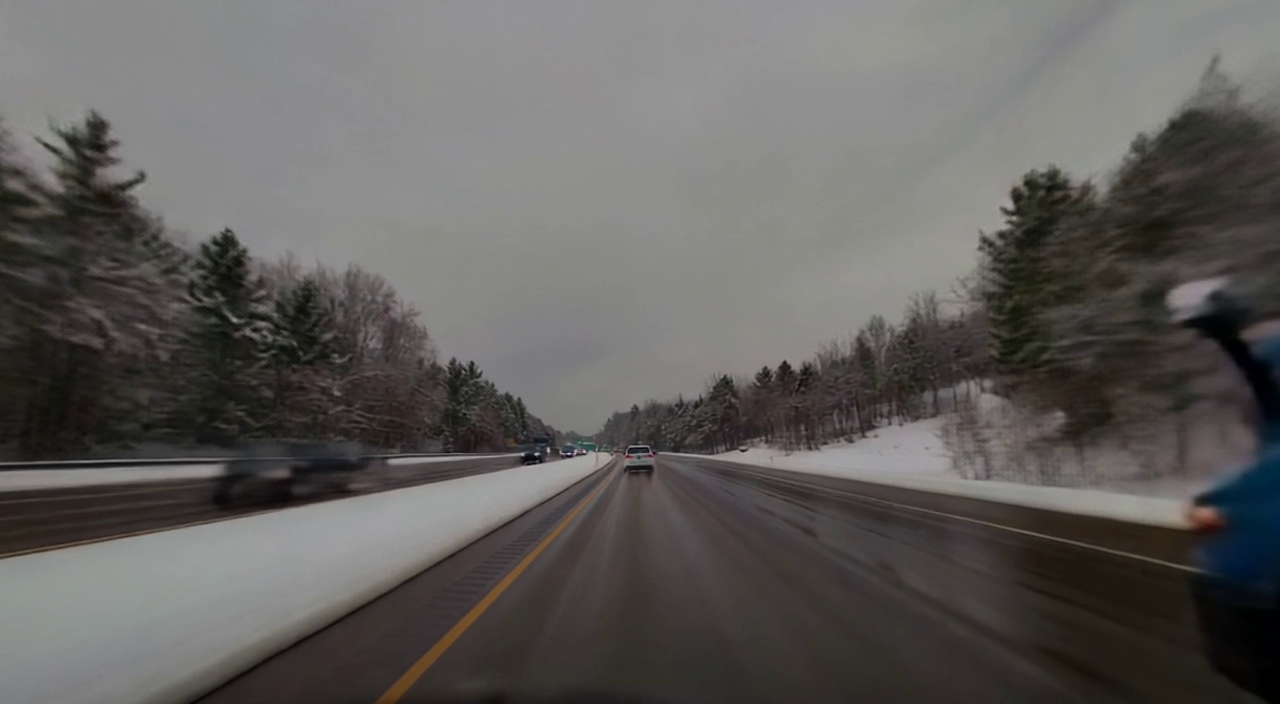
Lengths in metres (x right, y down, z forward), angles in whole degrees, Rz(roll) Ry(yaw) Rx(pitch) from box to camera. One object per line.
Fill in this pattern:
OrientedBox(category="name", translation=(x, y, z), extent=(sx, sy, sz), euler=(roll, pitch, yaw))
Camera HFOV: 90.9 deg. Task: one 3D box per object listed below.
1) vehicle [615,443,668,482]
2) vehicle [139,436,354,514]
OrientedBox(category="vehicle", translation=(0.033, 4.713, 27.202), extent=(2.114, 1.523, 4.012), euler=(0, -9, 0))
OrientedBox(category="vehicle", translation=(-8.497, 2.680, 14.252), extent=(1.858, 1.456, 4.591), euler=(0, -9, 1))
